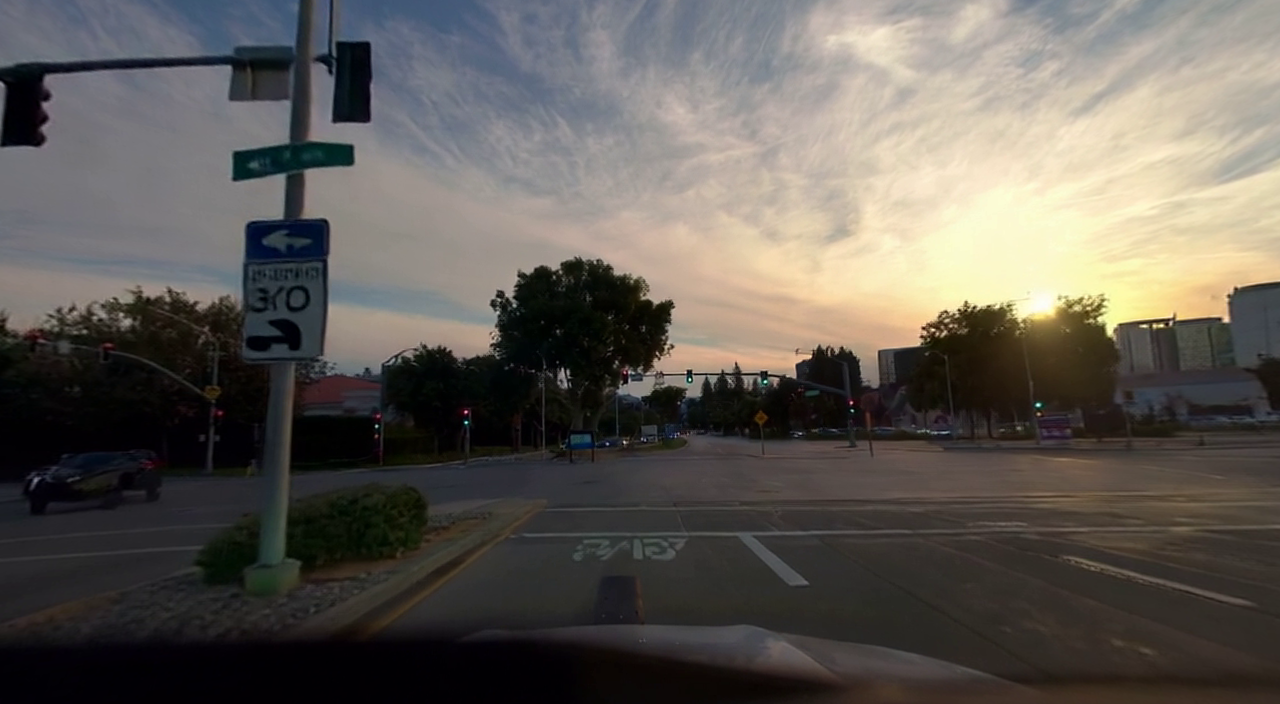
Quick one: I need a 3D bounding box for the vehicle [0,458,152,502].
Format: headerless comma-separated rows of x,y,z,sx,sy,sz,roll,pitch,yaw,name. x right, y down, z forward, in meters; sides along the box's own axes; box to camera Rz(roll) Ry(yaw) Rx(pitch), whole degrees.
-24.488,5.519,27.507,4.706,1.734,2.253,-1,-8,6,vehicle

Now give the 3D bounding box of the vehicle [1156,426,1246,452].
40.096,6.250,45.381,2.173,1.751,4.931,-1,-8,5,vehicle
